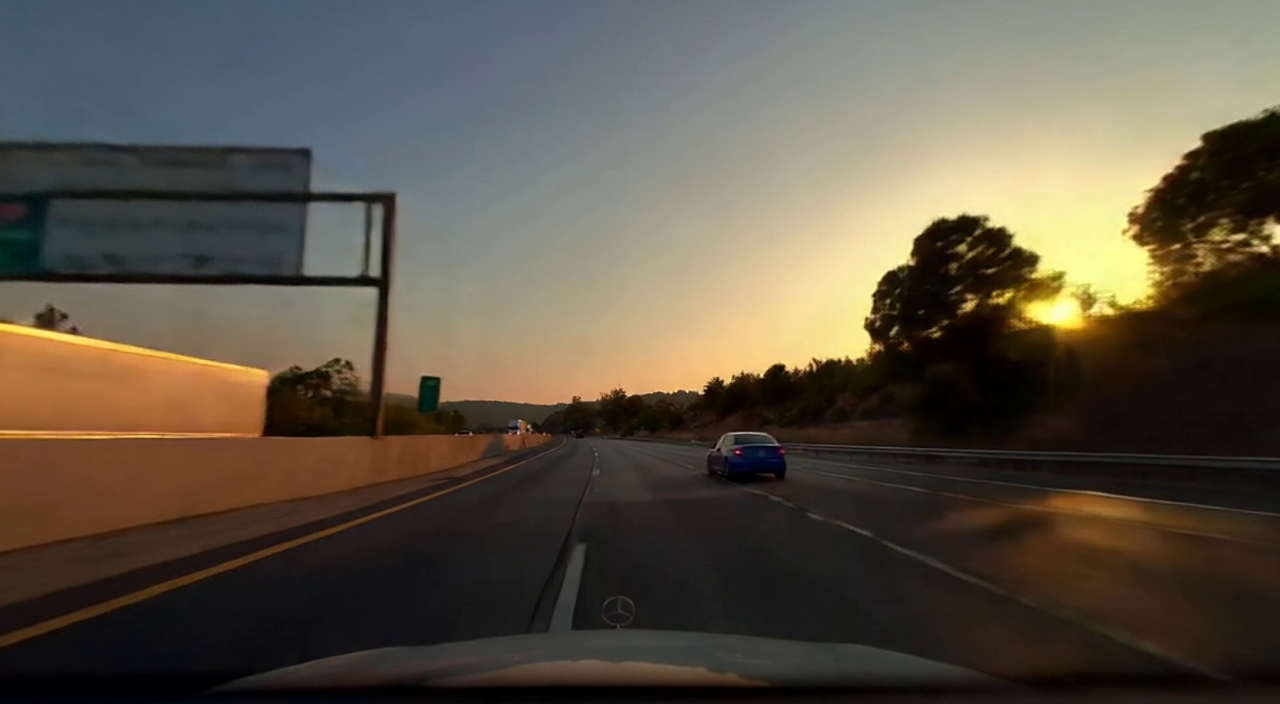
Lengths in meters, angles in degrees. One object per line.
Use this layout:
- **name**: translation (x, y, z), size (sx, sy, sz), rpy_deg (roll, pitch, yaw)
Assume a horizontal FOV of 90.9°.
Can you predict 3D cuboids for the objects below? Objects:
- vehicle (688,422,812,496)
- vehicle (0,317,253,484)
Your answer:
- **vehicle**: translation (2.578, 2.637, 15.989), size (1.997, 1.589, 4.179), rpy_deg (0, -8, -6)
- **vehicle**: translation (-14.954, 1.484, 16.504), size (2.715, 3.451, 12.236), rpy_deg (0, -8, -4)
